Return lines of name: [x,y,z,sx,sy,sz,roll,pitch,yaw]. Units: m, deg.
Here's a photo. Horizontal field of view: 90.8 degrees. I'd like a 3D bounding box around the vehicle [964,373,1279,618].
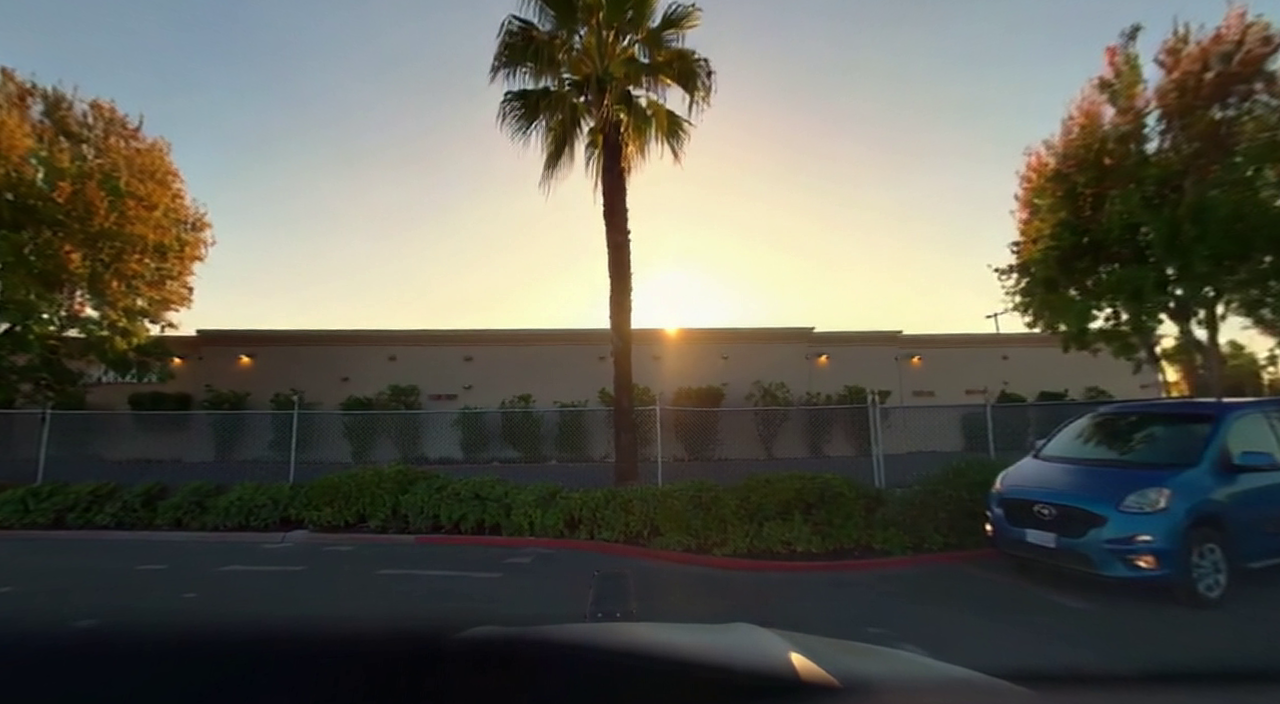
vehicle: [5.866,1.248,6.426,4.365,1.791,2.073,2,-7,-20]
